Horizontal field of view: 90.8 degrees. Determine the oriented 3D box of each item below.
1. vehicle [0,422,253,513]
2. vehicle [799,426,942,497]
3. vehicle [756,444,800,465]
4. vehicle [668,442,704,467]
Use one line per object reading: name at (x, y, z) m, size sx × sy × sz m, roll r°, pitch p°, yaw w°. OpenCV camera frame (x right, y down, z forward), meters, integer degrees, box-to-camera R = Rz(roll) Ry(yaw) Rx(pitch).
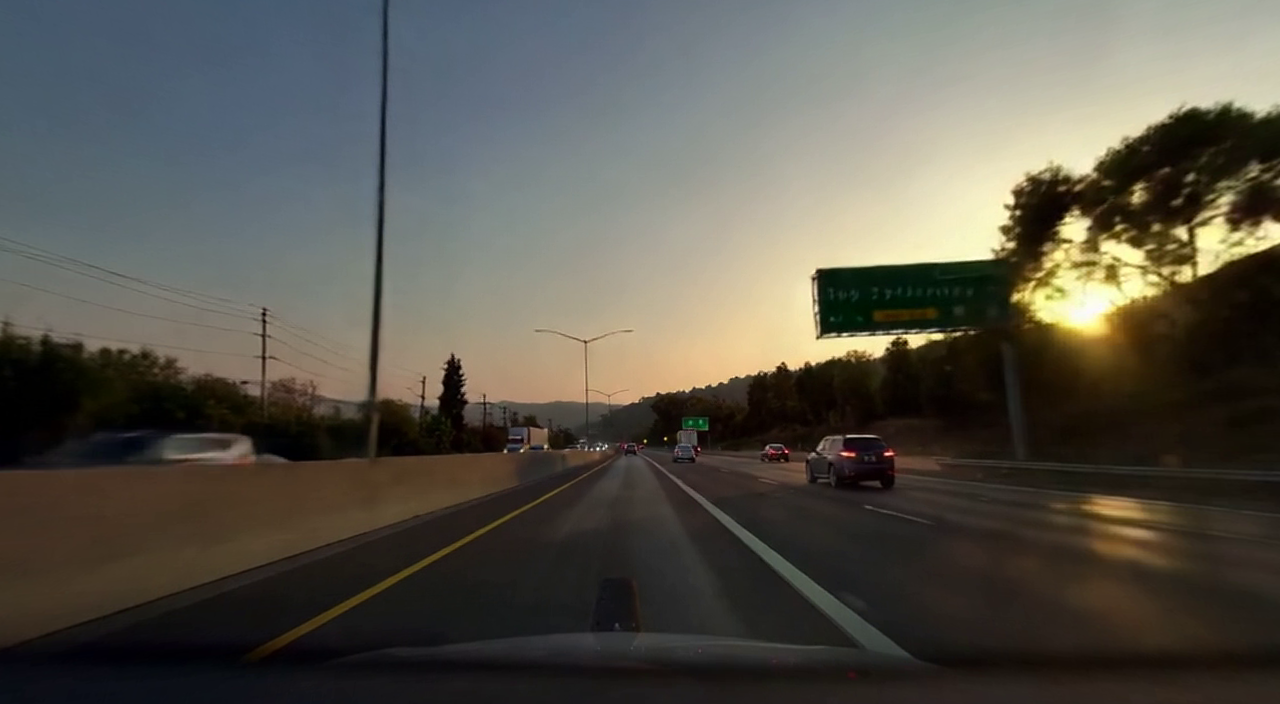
vehicle at (-11.960, 2.641, 14.953) m, size 2.180 × 1.736 × 5.401 m, roll 0°, pitch -9°, yaw 0°
vehicle at (6.746, 3.284, 19.322) m, size 2.244 × 1.858 × 5.414 m, roll 0°, pitch -9°, yaw -1°
vehicle at (10.341, 7.730, 47.734) m, size 1.987 × 1.502 × 5.130 m, roll 0°, pitch -9°, yaw -2°
vehicle at (3.107, 7.056, 43.613) m, size 2.018 × 1.600 × 4.121 m, roll 0°, pitch -9°, yaw -2°
